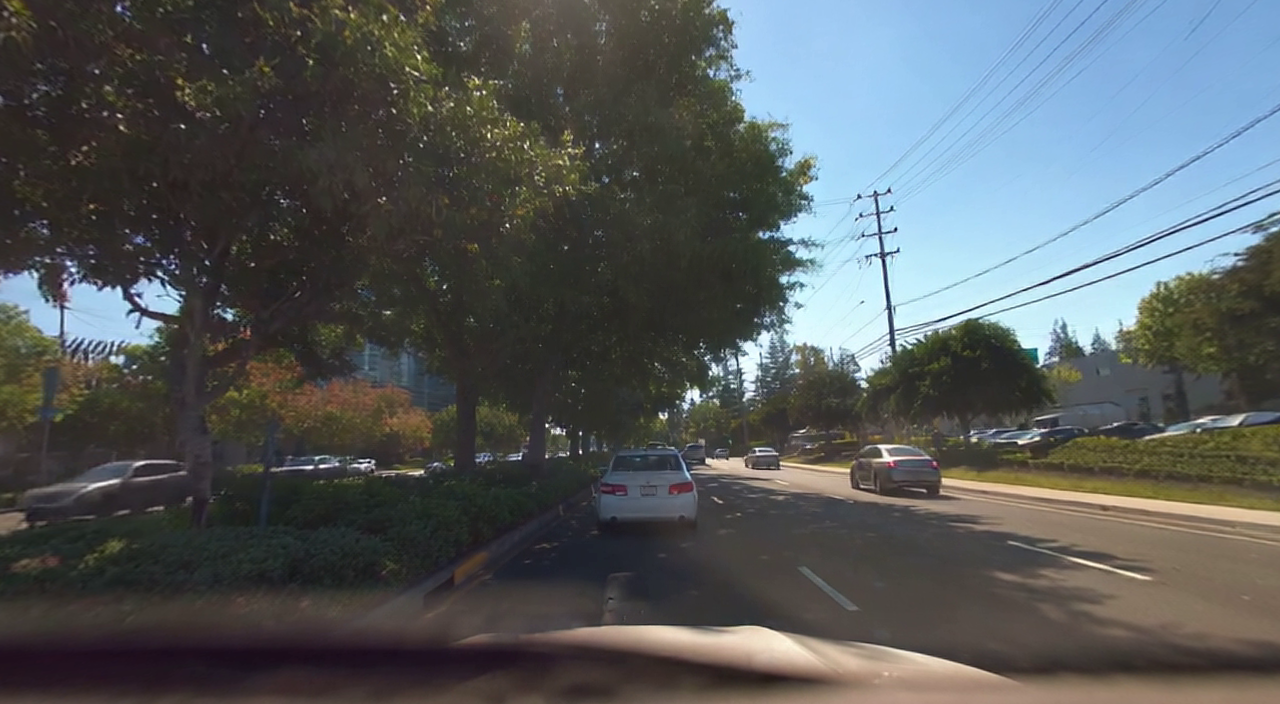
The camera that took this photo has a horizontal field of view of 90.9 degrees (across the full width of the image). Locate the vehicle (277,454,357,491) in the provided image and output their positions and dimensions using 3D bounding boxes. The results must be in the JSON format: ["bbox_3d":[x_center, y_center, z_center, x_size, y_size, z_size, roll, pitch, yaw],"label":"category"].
[{"bbox_3d":[-15.042,5.595,29.558,1.701,1.494,3.791,0,-8,0],"label":"vehicle"}]

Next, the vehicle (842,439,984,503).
[{"bbox_3d":[7.153,3.142,17.124,1.850,1.480,4.474,0,-8,0],"label":"vehicle"}]

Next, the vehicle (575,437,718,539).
[{"bbox_3d":[0.092,2.301,11.325,2.108,1.479,3.935,0,-8,0],"label":"vehicle"}]

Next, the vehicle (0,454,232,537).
[{"bbox_3d":[-11.828,3.110,14.359,1.988,1.486,4.586,0,-8,0],"label":"vehicle"}]

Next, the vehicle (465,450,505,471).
[{"bbox_3d":[-12.124,8.532,49.695,1.942,1.481,4.621,0,-8,0],"label":"vehicle"}]

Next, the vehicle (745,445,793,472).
[{"bbox_3d":[7.631,6.333,37.781,1.899,1.458,4.499,0,-8,-1],"label":"vehicle"}]
